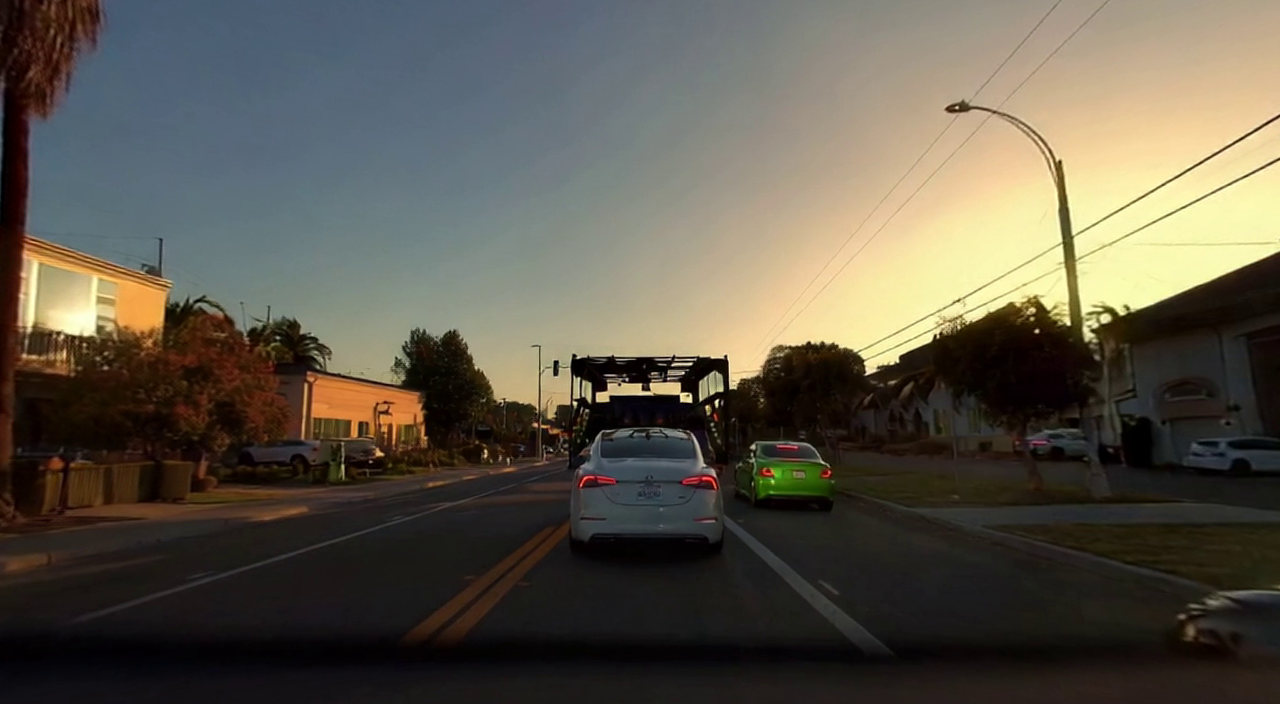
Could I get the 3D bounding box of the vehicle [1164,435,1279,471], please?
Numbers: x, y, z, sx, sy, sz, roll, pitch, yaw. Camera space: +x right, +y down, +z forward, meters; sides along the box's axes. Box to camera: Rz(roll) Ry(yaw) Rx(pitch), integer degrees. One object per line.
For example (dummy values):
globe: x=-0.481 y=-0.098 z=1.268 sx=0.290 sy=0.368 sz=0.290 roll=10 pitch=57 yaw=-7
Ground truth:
vehicle: x=28.576 y=4.890 z=30.603 sx=4.193 sy=1.633 sz=1.928 roll=-4 pitch=-9 yaw=26

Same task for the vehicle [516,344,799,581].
vehicle: x=0.185 y=1.542 z=9.420 sx=2.728 sy=2.305 sz=6.506 roll=0 pitch=-8 yaw=0
